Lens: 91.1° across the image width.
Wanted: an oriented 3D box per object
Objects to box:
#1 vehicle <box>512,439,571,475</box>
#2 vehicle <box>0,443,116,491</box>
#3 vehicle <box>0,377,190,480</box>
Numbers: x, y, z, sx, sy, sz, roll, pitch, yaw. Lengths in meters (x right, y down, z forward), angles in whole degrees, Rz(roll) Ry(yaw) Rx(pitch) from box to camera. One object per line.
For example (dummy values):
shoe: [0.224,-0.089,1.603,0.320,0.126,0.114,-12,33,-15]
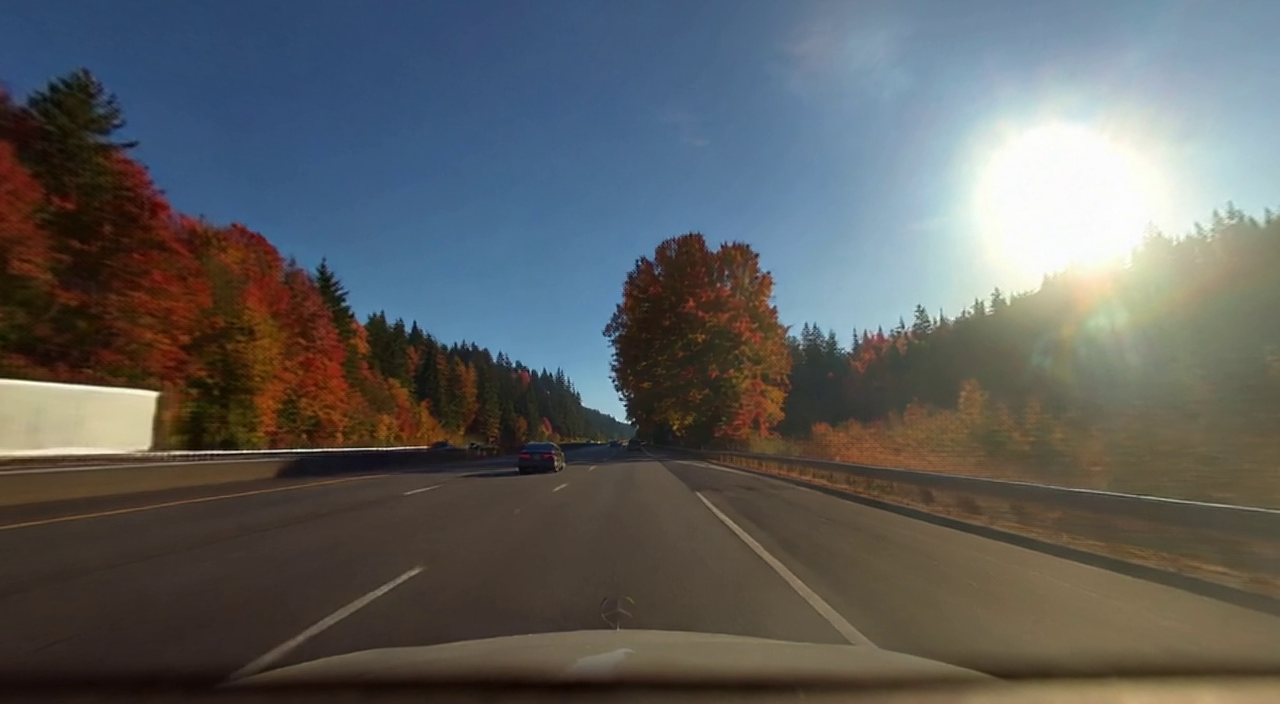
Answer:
vehicle: [-4.444,4.797,29.004,2.004,1.497,4.260,0,-8,1]
vehicle: [-21.554,4.047,22.525,1.854,1.490,4.173,0,-8,1]
vehicle: [-25.305,3.544,28.712,2.937,3.965,8.799,0,-8,-1]
